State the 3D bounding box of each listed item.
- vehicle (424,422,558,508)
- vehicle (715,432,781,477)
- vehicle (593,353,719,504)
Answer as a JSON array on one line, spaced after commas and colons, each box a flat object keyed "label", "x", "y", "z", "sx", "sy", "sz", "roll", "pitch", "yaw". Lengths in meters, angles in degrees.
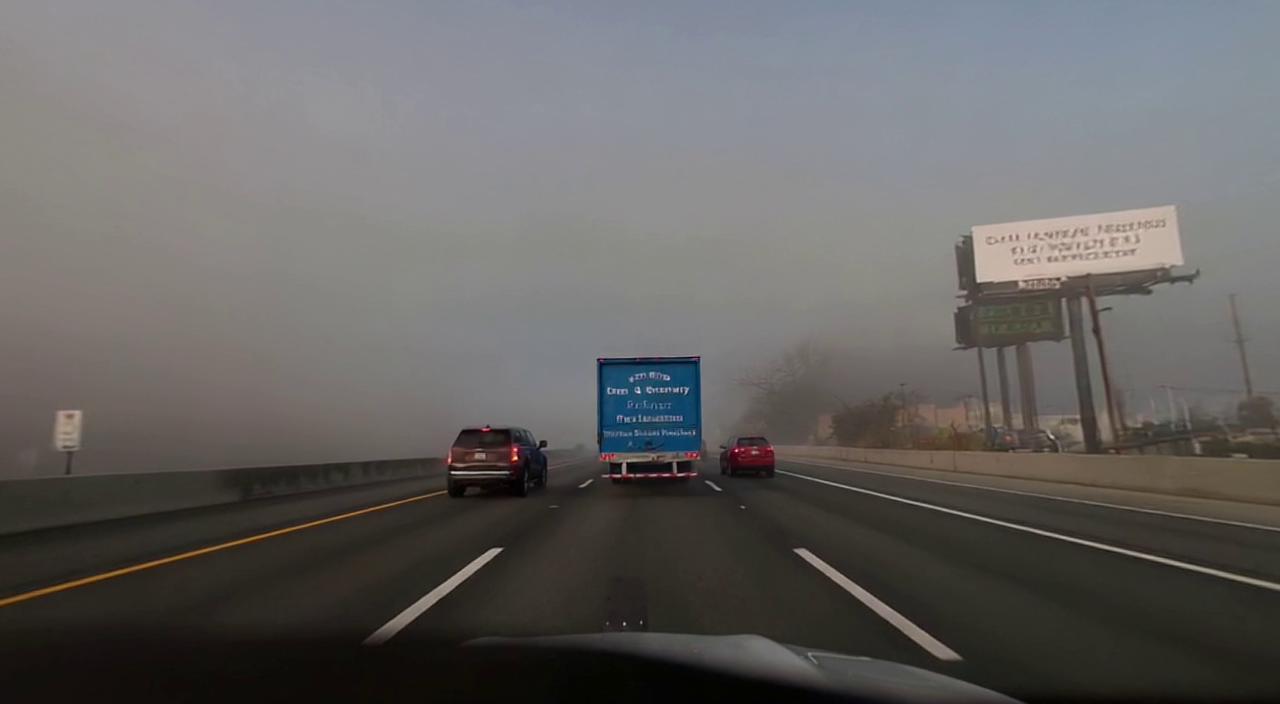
[{"label": "vehicle", "x": -3.488, "y": 2.741, "z": 15.748, "sx": 2.133, "sy": 1.808, "sz": 4.349, "roll": -1, "pitch": -8, "yaw": 2}, {"label": "vehicle", "x": 4.391, "y": 4.244, "z": 26.413, "sx": 1.986, "sy": 1.718, "sz": 4.296, "roll": 0, "pitch": -8, "yaw": 0}, {"label": "vehicle", "x": 0.423, "y": 2.264, "z": 18.087, "sx": 2.733, "sy": 3.296, "sz": 8.571, "roll": 0, "pitch": -8, "yaw": 1}]
